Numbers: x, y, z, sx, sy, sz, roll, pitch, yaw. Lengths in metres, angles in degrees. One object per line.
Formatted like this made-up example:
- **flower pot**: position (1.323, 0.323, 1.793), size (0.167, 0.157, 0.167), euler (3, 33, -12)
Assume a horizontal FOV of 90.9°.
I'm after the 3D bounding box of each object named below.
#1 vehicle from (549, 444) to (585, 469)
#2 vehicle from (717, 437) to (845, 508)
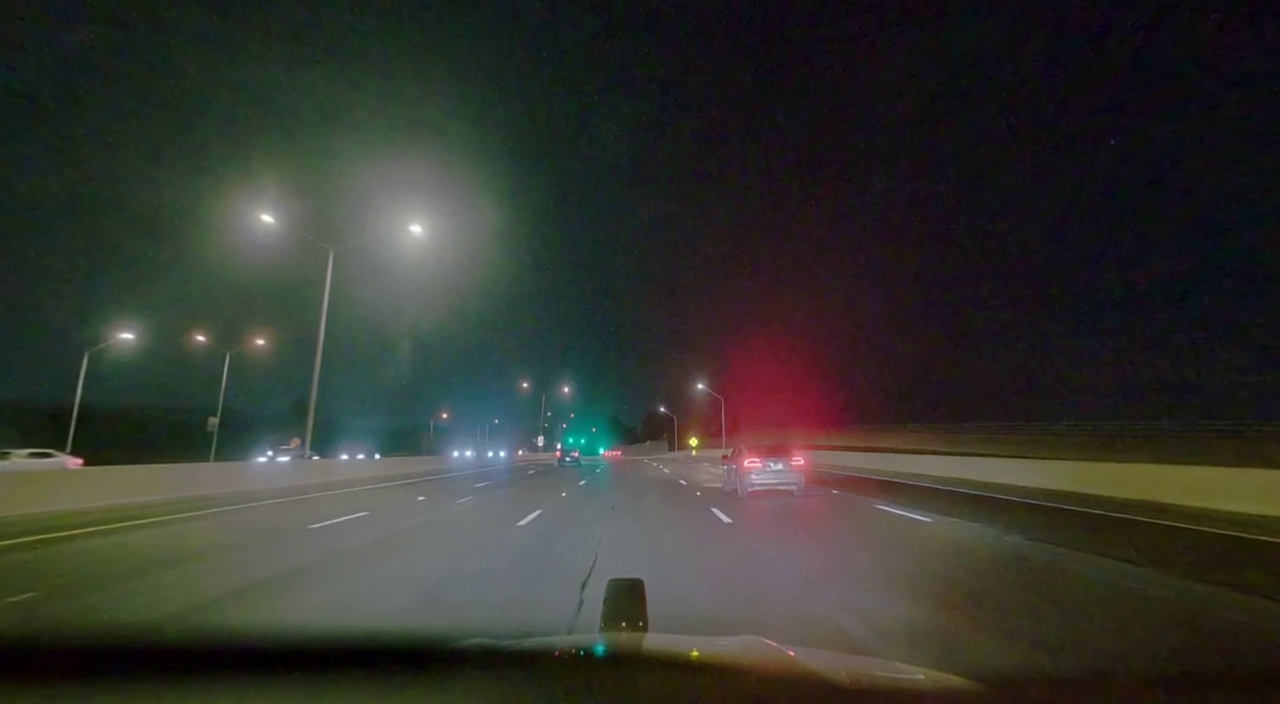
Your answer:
- **vehicle**: position (-4.661, 6.736, 40.790), size (2.014, 1.481, 4.156), euler (0, -8, -2)
- **vehicle**: position (3.317, 2.932, 15.938), size (2.030, 1.490, 4.737), euler (0, -8, -1)
